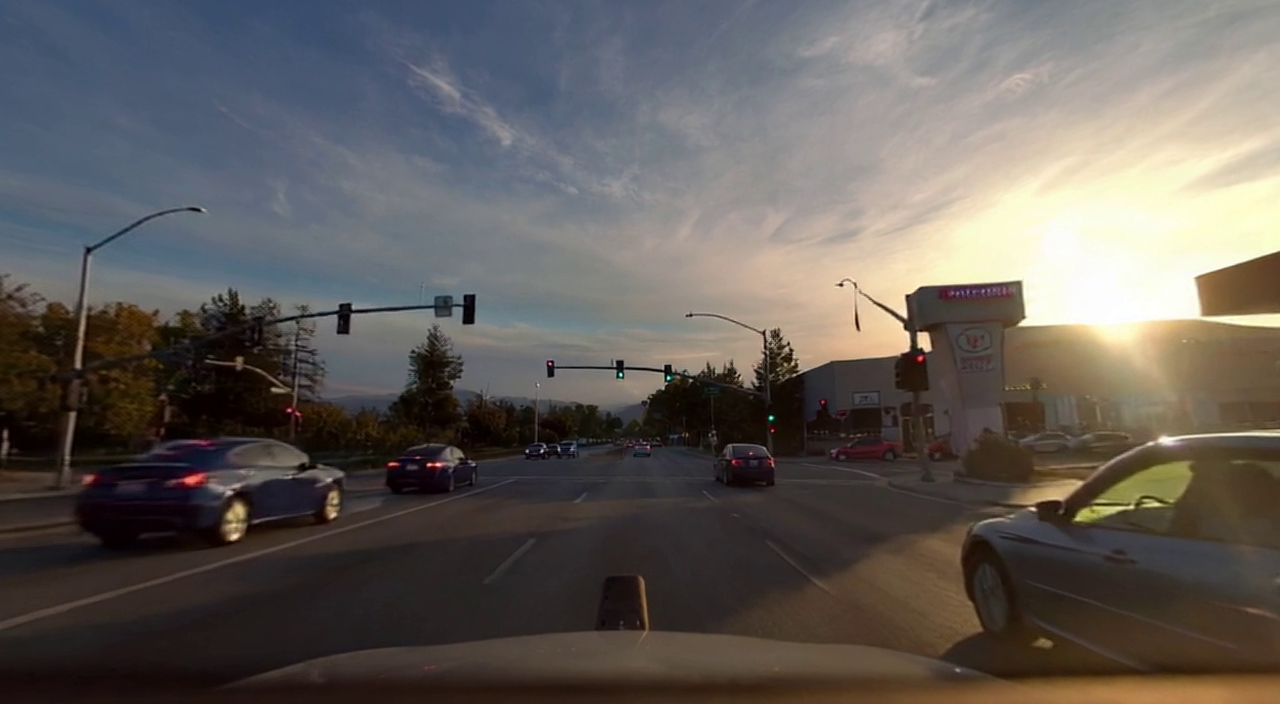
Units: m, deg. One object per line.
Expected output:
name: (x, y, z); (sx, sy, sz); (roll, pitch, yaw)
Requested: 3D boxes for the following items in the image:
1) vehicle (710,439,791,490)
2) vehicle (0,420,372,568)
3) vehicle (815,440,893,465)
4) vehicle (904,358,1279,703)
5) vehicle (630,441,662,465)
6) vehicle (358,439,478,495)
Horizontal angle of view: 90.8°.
vehicle: (3.461, 3.601, 20.603); (1.842, 1.480, 4.155); (0, -8, -1)
vehicle: (-6.124, 1.906, 9.360); (2.176, 1.591, 4.778); (0, -8, 1)
vehicle: (13.883, 6.531, 41.162); (4.370, 1.517, 1.939); (0, -8, 3)
vehicle: (3.296, 0.926, 2.832); (2.174, 1.596, 4.779); (0, -8, 0)
vehicle: (0.341, 6.597, 41.372); (2.008, 1.464, 4.052); (0, -8, -1)
vehicle: (-6.483, 3.387, 19.048); (2.038, 1.484, 4.273); (0, -8, 0)
